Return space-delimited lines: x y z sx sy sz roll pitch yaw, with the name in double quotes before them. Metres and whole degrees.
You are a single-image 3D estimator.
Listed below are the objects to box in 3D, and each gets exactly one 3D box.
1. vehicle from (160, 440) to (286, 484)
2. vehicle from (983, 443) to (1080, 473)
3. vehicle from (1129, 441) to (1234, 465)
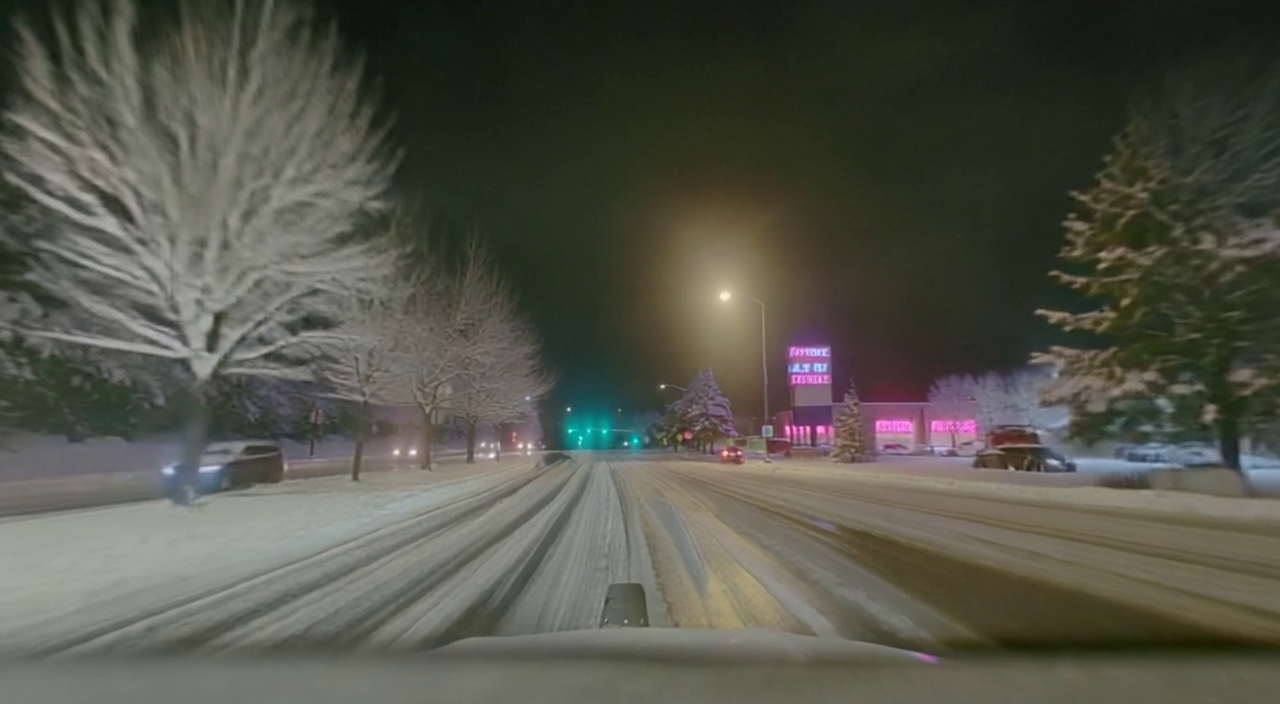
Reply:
"vehicle" -15.760 4.164 24.136 1.996 1.513 4.278 0 -8 -2
"vehicle" 18.795 5.089 30.352 3.492 1.379 1.734 0 -9 -4
"vehicle" 33.345 6.209 38.912 4.490 1.425 2.022 -1 -9 3
